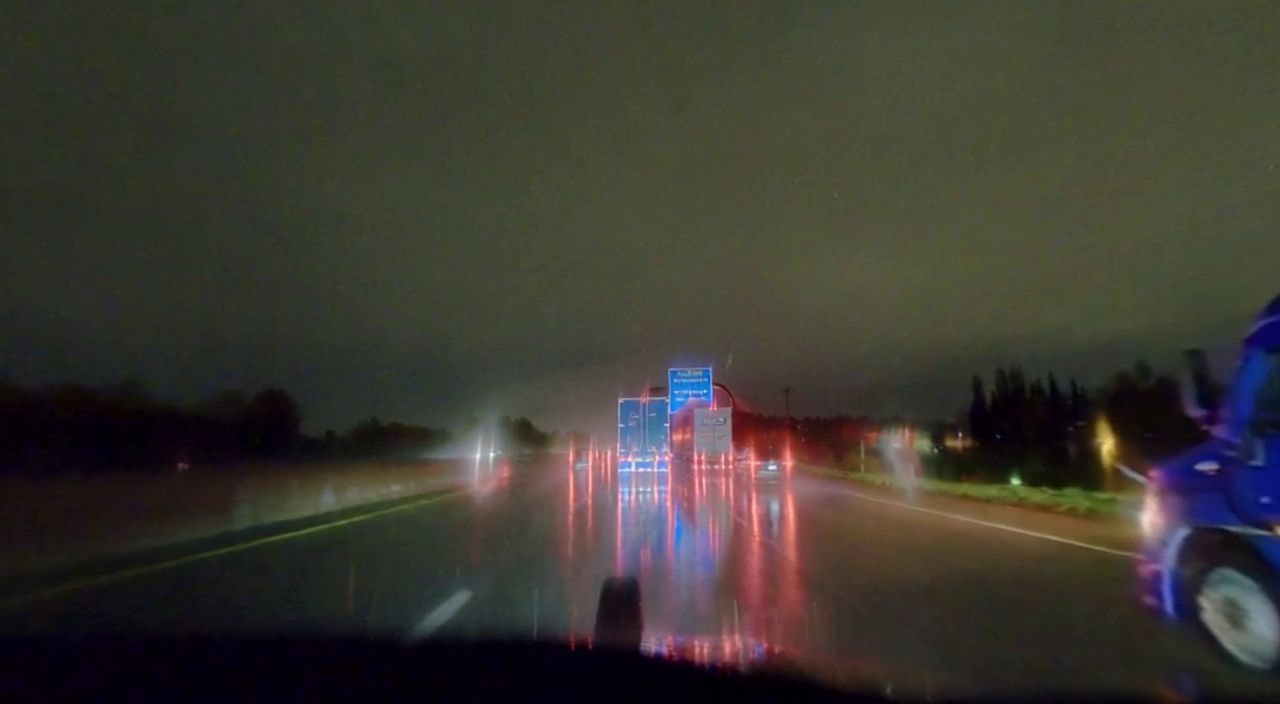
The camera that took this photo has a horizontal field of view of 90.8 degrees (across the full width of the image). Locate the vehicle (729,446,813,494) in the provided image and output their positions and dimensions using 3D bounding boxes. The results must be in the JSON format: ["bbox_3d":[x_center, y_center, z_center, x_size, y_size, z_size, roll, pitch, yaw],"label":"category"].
[{"bbox_3d":[4.559,4.175,22.792,2.086,1.530,4.808,0,-9,1],"label":"vehicle"}]

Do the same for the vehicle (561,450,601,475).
[{"bbox_3d":[-3.598,6.828,39.277,2.067,1.452,4.085,0,-9,1],"label":"vehicle"}]

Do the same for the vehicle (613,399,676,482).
[{"bbox_3d":[0.184,4.839,34.072,2.864,3.805,9.709,0,-9,0],"label":"vehicle"}]

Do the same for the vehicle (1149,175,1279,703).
[{"bbox_3d":[4.272,0.124,0.547,2.636,2.599,5.956,0,-9,1],"label":"vehicle"}]
